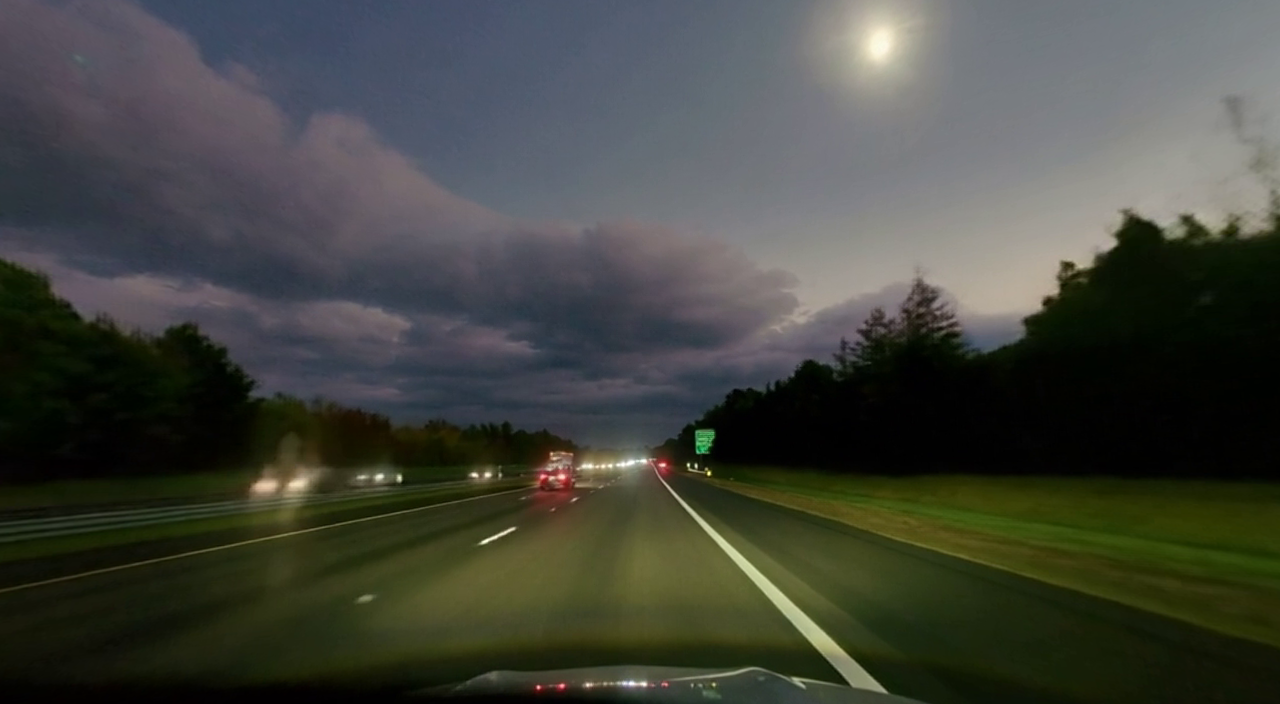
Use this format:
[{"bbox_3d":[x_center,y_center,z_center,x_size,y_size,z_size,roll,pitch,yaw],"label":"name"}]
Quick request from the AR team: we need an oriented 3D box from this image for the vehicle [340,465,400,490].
[{"bbox_3d":[-17.167,7.995,40.291,1.867,1.503,4.432,1,-10,0],"label":"vehicle"}]

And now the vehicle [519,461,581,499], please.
[{"bbox_3d":[-3.837,5.570,27.579,2.043,1.486,4.442,1,-10,0],"label":"vehicle"}]

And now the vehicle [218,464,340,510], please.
[{"bbox_3d":[-12.722,4.756,22.542,1.869,1.453,4.165,1,-10,0],"label":"vehicle"}]
